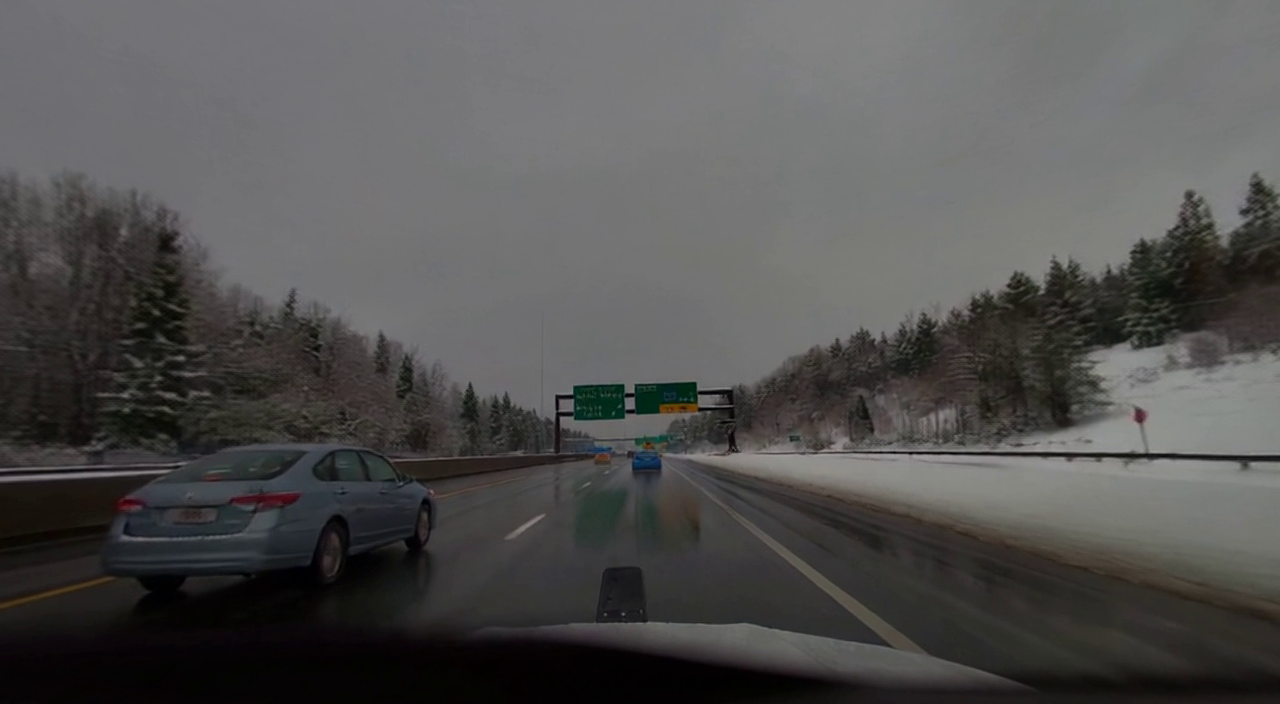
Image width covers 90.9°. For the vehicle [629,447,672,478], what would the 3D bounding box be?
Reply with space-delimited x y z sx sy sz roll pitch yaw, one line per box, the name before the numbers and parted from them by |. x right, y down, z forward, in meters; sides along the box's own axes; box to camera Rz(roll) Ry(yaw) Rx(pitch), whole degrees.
vehicle | 0.480 5.417 31.095 2.002 1.449 3.612 0 -9 0

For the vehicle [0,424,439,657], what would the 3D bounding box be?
vehicle | -3.707 1.535 6.180 2.062 1.474 4.151 0 -9 1
